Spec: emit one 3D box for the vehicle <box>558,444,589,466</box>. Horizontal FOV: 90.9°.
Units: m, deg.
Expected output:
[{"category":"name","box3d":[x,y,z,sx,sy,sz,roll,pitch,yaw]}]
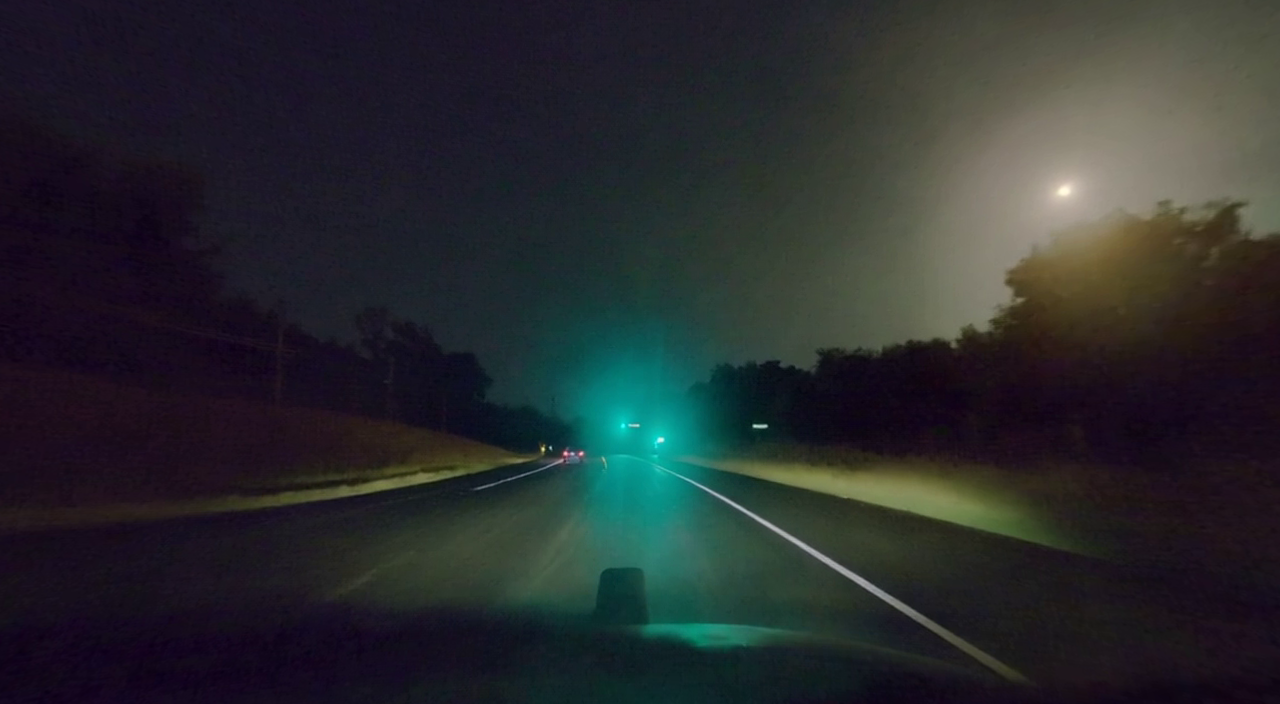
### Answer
[{"category":"vehicle","box3d":[-4.738,7.420,45.588,1.968,1.503,4.443,0,-8,-3]}]
